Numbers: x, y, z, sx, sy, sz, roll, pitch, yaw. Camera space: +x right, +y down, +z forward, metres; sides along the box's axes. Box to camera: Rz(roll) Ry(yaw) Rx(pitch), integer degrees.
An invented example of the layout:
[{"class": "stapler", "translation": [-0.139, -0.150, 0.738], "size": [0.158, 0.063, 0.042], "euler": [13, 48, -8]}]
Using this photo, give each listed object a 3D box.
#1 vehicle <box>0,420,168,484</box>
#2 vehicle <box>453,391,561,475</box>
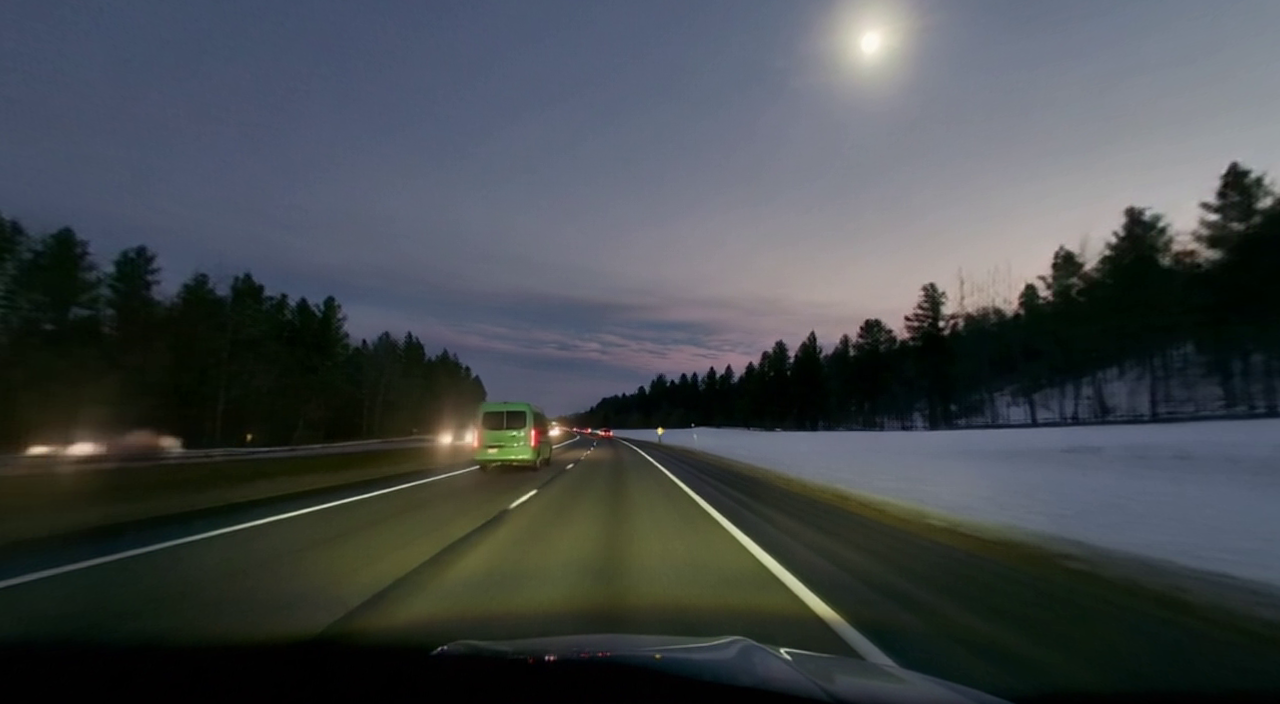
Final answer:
[{"class": "vehicle", "translation": [-15.320, 2.669, 17.107], "size": [1.825, 1.536, 4.043], "euler": [0, -8, -1]}, {"class": "vehicle", "translation": [-4.337, 2.790, 21.644], "size": [2.561, 2.509, 5.465], "euler": [0, -8, -1]}]
